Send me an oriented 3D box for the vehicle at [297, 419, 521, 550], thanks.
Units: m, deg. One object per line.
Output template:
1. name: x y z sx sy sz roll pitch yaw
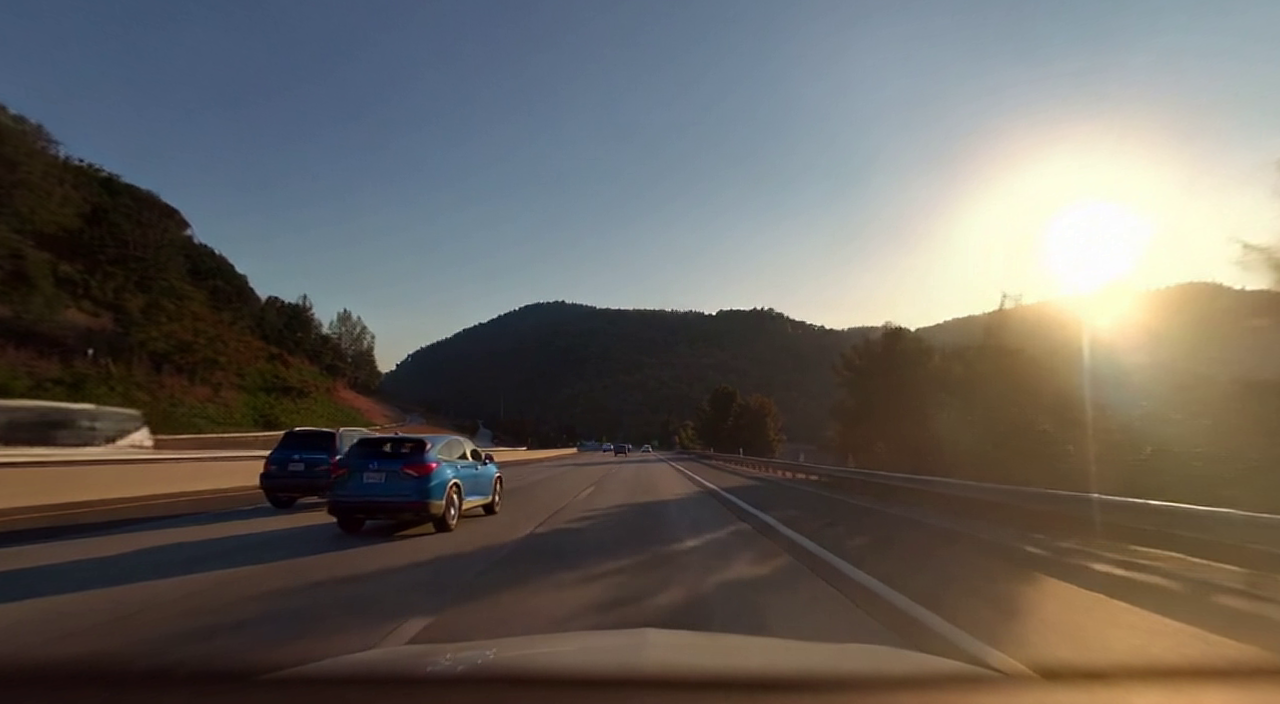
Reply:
1. vehicle: -3.377 2.033 10.311 1.983 1.663 4.290 0 -9 1
